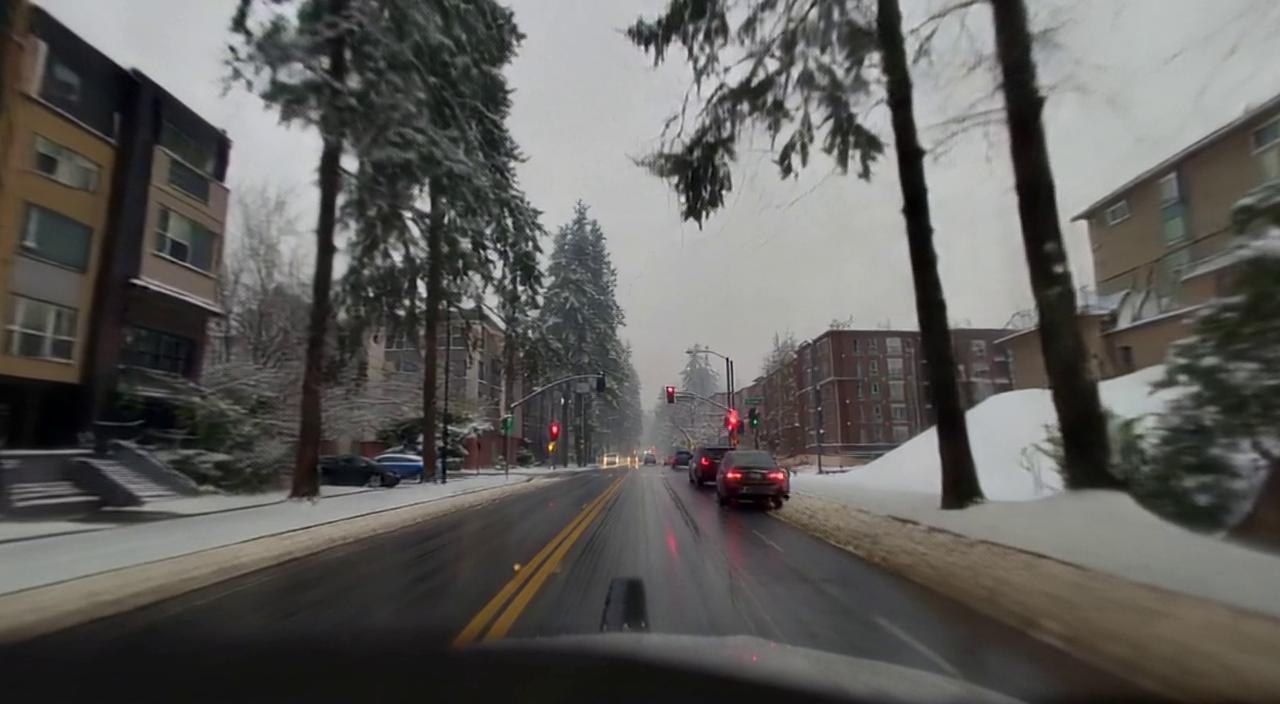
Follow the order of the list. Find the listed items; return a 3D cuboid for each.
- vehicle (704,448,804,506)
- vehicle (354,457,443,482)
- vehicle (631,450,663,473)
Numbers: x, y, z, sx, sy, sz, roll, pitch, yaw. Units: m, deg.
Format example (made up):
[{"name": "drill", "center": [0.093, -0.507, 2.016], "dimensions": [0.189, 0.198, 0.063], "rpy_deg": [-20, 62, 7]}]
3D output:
[{"name": "vehicle", "center": [3.238, 3.650, 18.945], "dimensions": [2.078, 1.488, 4.741], "rpy_deg": [0, -9, -1]}, {"name": "vehicle", "center": [-15.160, 7.378, 39.736], "dimensions": [4.727, 1.483, 2.002], "rpy_deg": [-1, -9, 3]}, {"name": "vehicle", "center": [0.419, 7.560, 43.547], "dimensions": [2.097, 1.463, 4.043], "rpy_deg": [0, -9, -1]}]
